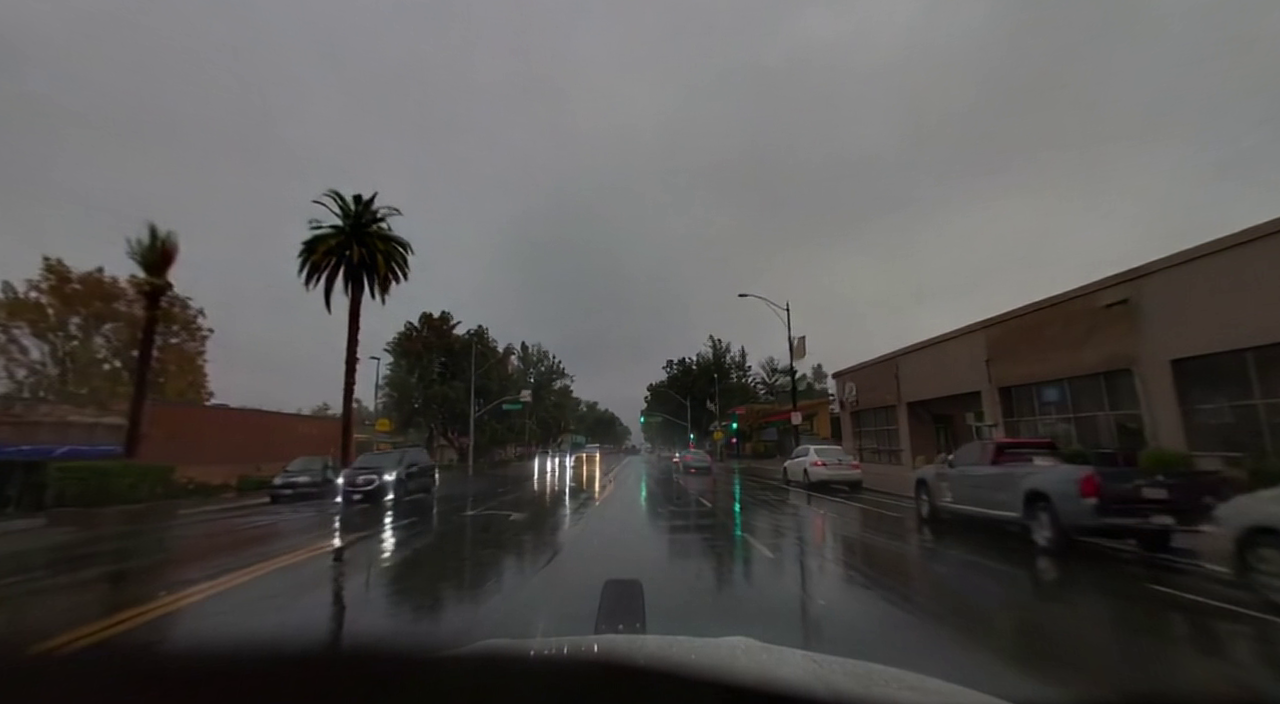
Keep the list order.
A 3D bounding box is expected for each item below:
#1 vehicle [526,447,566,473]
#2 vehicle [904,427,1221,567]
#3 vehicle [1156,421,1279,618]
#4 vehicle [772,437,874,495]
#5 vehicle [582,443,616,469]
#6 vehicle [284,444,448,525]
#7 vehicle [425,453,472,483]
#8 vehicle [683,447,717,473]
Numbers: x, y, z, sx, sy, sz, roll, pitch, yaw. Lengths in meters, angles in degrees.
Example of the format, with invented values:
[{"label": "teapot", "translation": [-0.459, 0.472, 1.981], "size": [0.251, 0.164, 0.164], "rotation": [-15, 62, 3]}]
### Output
[{"label": "vehicle", "translation": [-6.225, 7.184, 42.312], "size": [2.008, 1.661, 4.269], "rotation": [0, -8, 1]}, {"label": "vehicle", "translation": [6.508, 2.237, 10.622], "size": [1.966, 1.790, 4.646], "rotation": [0, -8, -2]}, {"label": "vehicle", "translation": [6.637, 1.348, 4.624], "size": [1.846, 1.739, 4.525], "rotation": [0, -8, 0]}, {"label": "vehicle", "translation": [6.613, 4.170, 23.595], "size": [2.128, 1.887, 5.602], "rotation": [0, -8, 0]}, {"label": "vehicle", "translation": [-3.107, 7.977, 48.716], "size": [2.252, 1.832, 4.843], "rotation": [0, -8, 0]}, {"label": "vehicle", "translation": [-5.890, 2.844, 14.188], "size": [2.010, 1.538, 3.871], "rotation": [0, -8, -2]}, {"label": "vehicle", "translation": [-12.612, 7.728, 41.818], "size": [1.813, 1.544, 4.070], "rotation": [-1, -15, 0]}, {"label": "vehicle", "translation": [3.683, 6.711, 39.487], "size": [1.896, 1.501, 3.625], "rotation": [0, -8, 2]}]
